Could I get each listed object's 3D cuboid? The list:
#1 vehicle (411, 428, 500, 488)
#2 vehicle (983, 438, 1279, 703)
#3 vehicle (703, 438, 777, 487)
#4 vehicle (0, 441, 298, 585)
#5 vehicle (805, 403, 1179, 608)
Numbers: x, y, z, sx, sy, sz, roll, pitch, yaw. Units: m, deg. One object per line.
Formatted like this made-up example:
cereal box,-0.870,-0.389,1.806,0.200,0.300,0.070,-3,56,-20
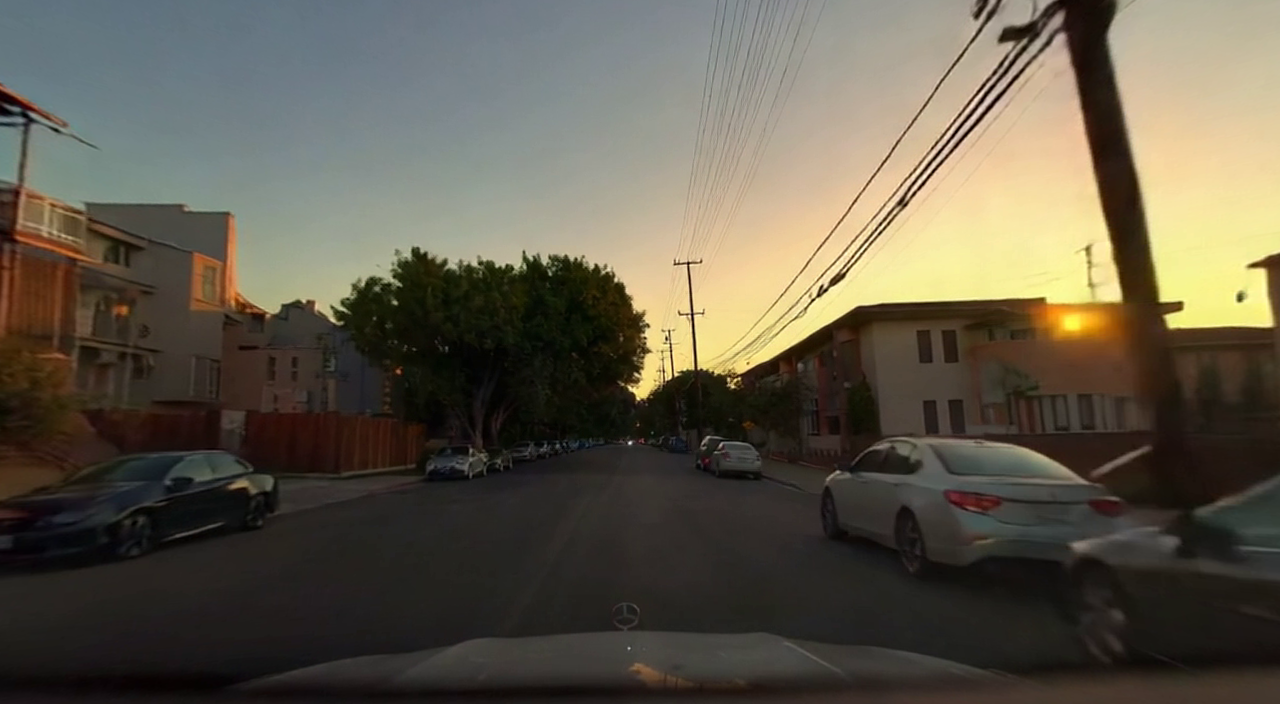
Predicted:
vehicle,-7.886,4.539,27.722,2.351,2.251,5.856,-2,-7,-2
vehicle,3.614,1.038,2.348,1.986,1.427,4.536,0,-8,-2
vehicle,3.537,3.993,23.193,1.925,1.634,4.419,0,-8,-1
vehicle,-7.548,2.196,9.553,2.145,1.488,4.646,-3,-7,1
vehicle,3.565,1.700,7.696,1.986,1.665,4.606,1,-10,1
